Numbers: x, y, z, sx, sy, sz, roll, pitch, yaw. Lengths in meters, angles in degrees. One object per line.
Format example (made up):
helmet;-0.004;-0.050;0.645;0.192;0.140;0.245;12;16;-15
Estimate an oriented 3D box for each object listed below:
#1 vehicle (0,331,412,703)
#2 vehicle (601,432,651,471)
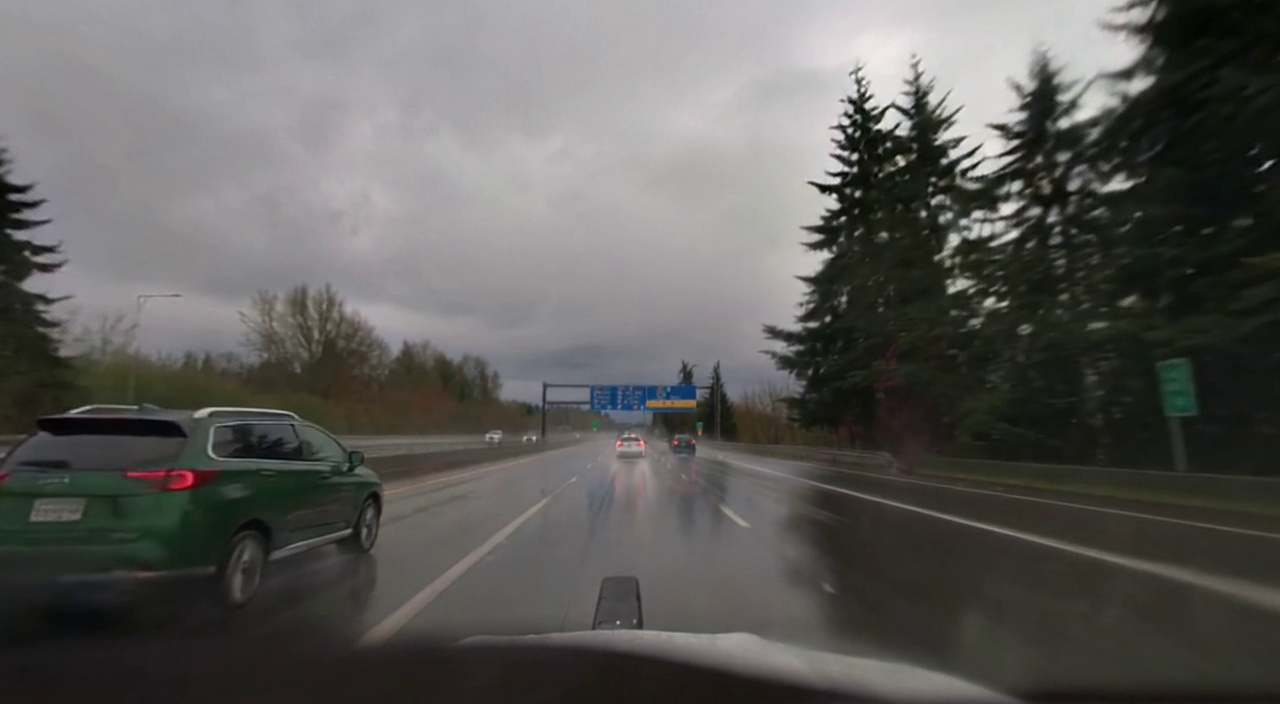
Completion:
vehicle;-3.532;1.051;4.515;2.111;1.689;4.505;0;-8;0
vehicle;-0.600;4.269;27.246;2.010;1.534;4.013;0;-8;-1
